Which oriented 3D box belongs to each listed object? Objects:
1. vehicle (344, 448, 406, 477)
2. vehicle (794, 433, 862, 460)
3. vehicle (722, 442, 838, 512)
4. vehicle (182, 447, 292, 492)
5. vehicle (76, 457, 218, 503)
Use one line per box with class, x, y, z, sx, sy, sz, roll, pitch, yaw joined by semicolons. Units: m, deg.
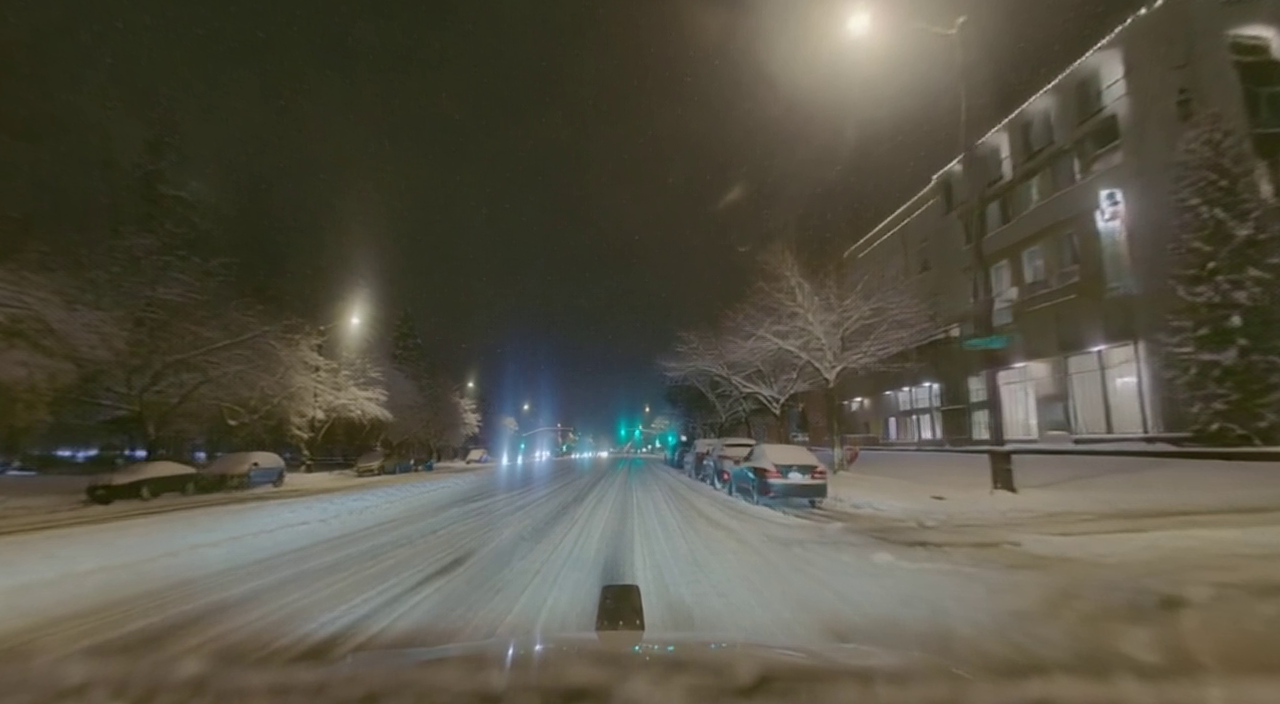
vehicle;-18.401;7.645;44.173;2.151;1.885;4.979;0;-8;-1
vehicle;14.696;7.364;49.198;5.687;1.947;2.256;7;-11;-40
vehicle;3.325;3.044;15.951;1.924;1.492;4.587;0;-8;1
vehicle;-18.113;5.252;28.719;2.007;1.806;4.707;0;-8;-2
vehicle;-18.304;4.747;23.795;1.791;1.461;4.496;0;-8;-1
